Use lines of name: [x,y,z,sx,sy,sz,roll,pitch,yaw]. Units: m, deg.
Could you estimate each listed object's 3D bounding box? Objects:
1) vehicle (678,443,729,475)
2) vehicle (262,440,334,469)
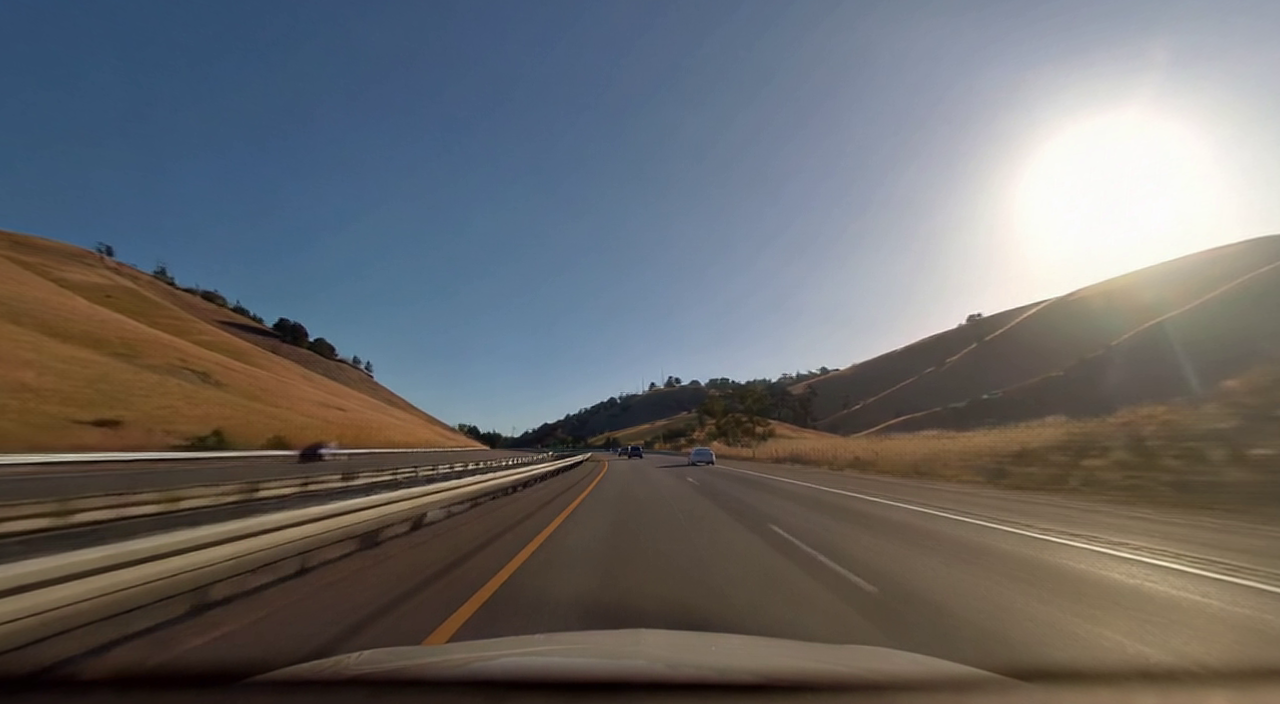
vehicle: [3.263,5.606,33.346,1.960,1.516,4.657,0,-8,-3]
vehicle: [-21.750,6.531,40.372,2.062,1.750,4.749,0,-8,-2]
